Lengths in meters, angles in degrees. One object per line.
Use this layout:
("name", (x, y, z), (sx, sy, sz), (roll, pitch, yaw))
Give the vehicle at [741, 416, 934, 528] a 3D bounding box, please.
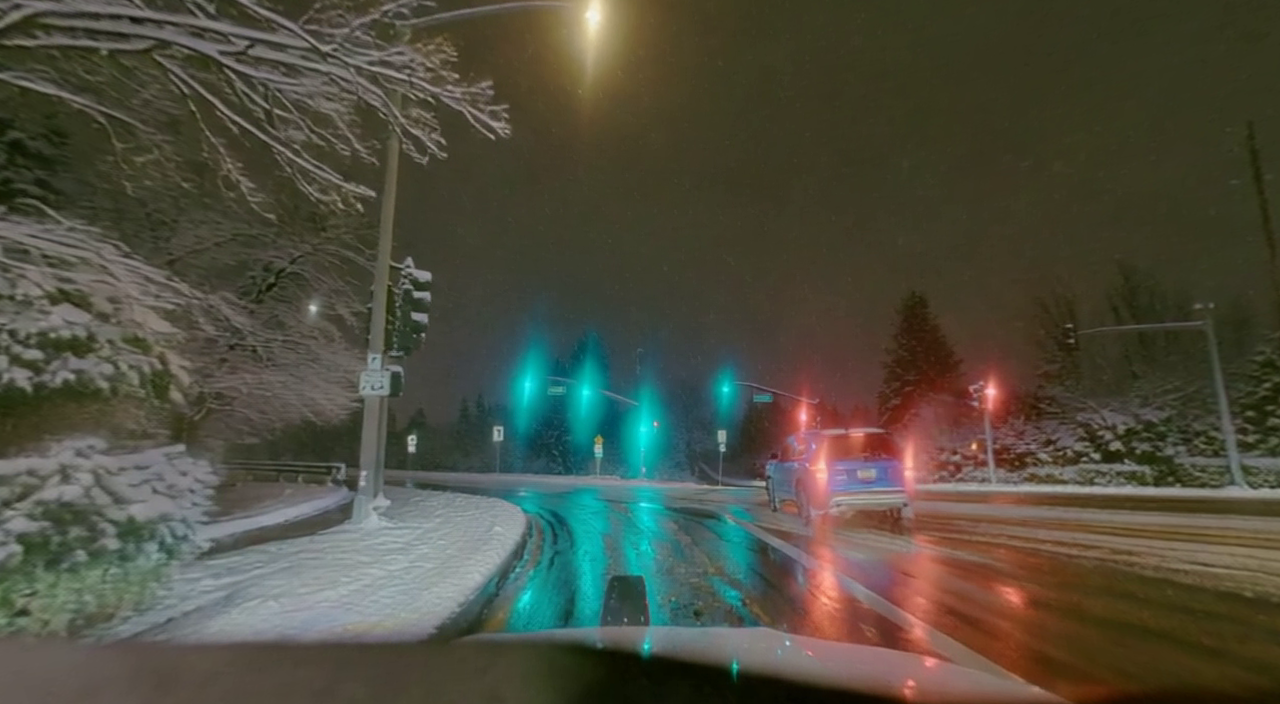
("vehicle", (3.614, 2.323, 12.772), (2.284, 1.788, 4.871), (0, -9, -1))
